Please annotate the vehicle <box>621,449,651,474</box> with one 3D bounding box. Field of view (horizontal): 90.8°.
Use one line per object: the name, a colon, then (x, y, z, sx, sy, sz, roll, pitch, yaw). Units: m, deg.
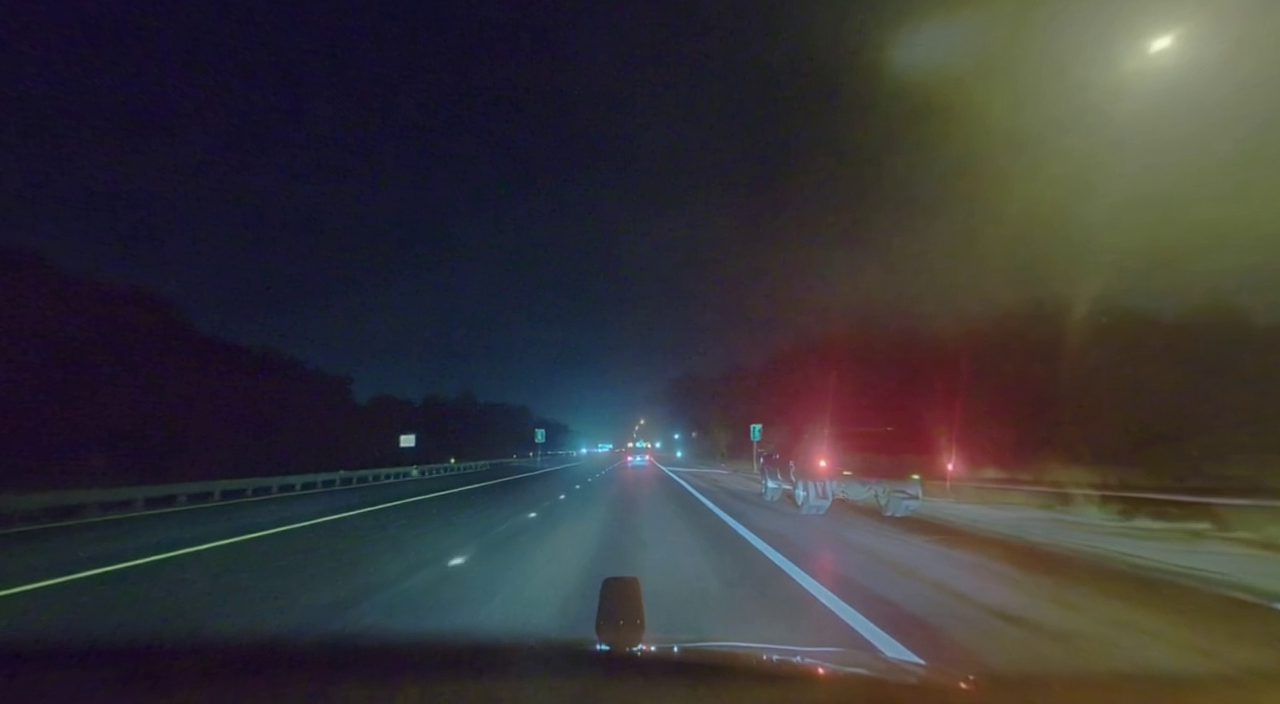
vehicle: (-0.199, 6.574, 38.162, 1.695, 1.437, 3.506, 0, -9, 1)
